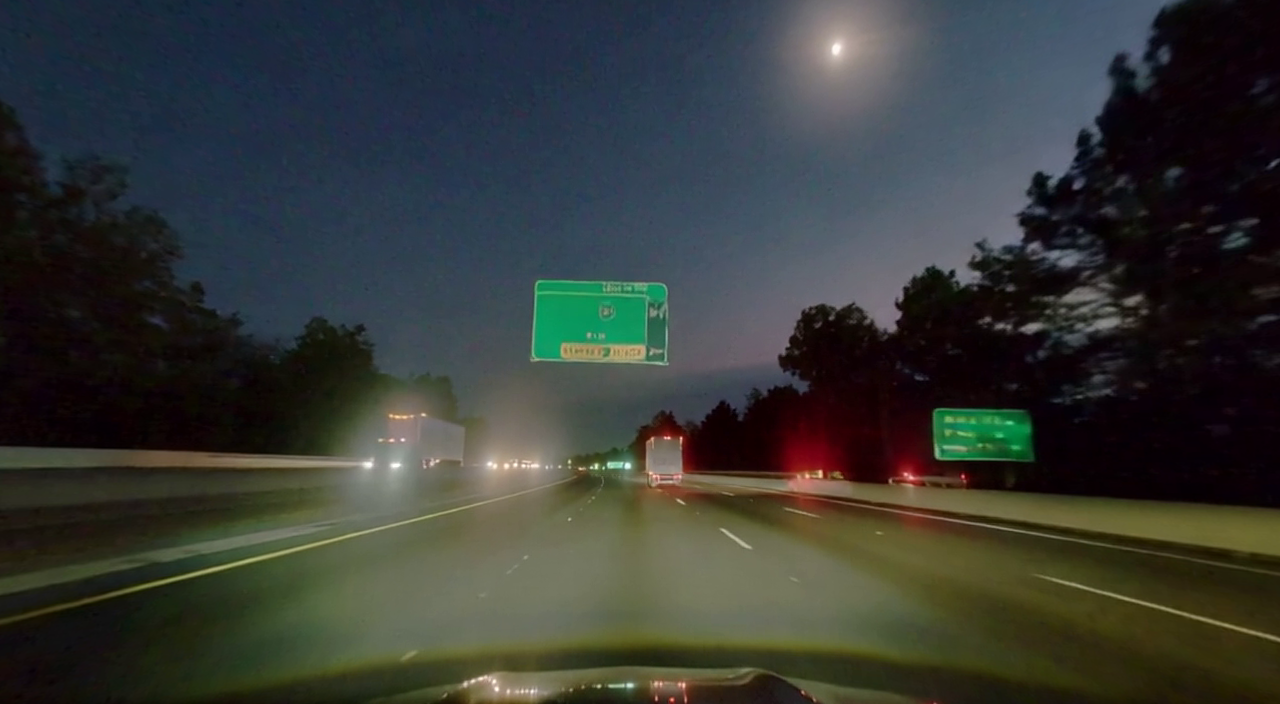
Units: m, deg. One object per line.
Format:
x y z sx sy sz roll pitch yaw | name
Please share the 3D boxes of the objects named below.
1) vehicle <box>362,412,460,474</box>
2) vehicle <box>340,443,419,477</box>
-17.069 7.253 48.535 2.843 4.003 14.134 1 -10 -2 | vehicle
-12.189 5.151 29.818 1.949 1.465 4.211 1 -10 -1 | vehicle
